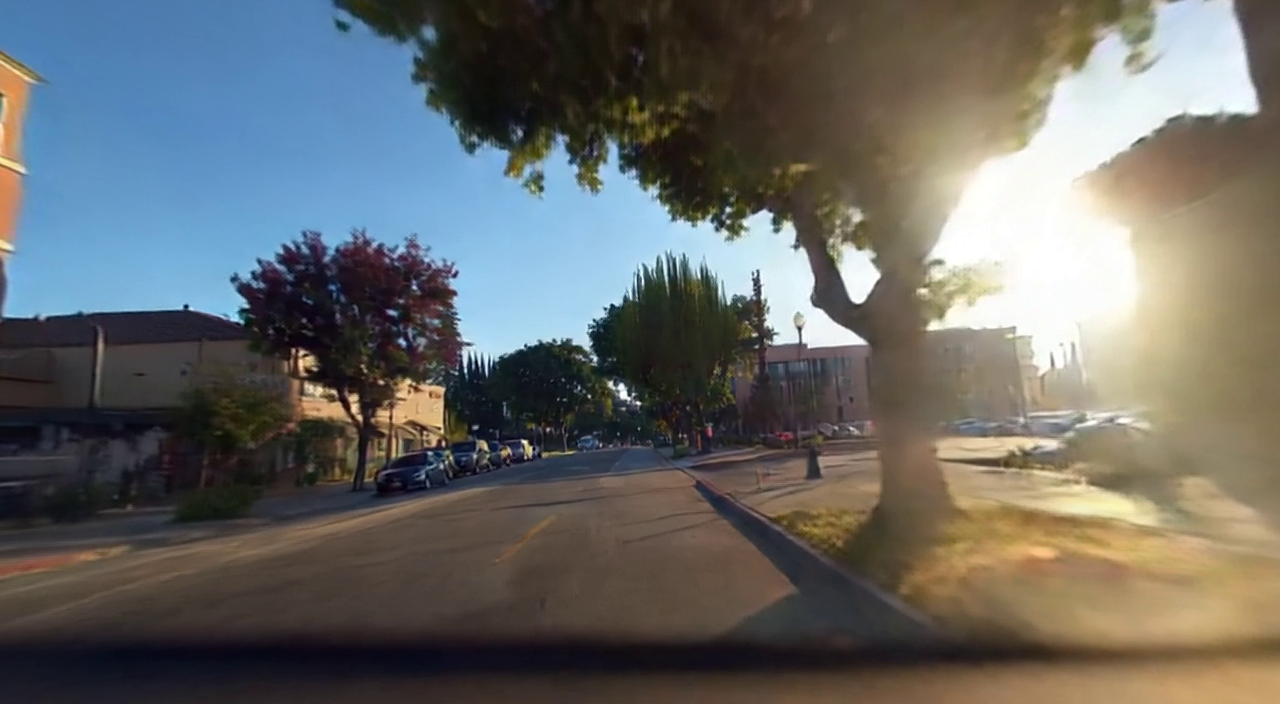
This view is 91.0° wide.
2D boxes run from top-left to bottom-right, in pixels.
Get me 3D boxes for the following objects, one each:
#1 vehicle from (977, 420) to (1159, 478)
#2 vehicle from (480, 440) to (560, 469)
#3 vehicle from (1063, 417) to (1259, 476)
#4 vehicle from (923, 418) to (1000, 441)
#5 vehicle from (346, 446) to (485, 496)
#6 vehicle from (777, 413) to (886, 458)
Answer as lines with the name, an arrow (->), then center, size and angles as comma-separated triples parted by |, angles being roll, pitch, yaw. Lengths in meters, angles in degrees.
vehicle -> 11.777, 2.727, 17.801 | 1.950, 1.429, 4.589 | 0, -8, 1
vehicle -> -7.561, 6.480, 40.001 | 4.585, 1.758, 2.050 | 8, -12, -43
vehicle -> 14.772, 2.731, 18.257 | 1.934, 1.477, 4.373 | 0, -8, 0
vehicle -> 23.615, 5.726, 46.286 | 4.521, 1.634, 1.996 | 0, -8, -1
vehicle -> -8.680, 4.603, 24.640 | 1.879, 1.543, 4.778 | -13, -13, 43
vehicle -> 10.938, 4.781, 36.188 | 5.453, 1.794, 2.011 | -8, -6, -1
